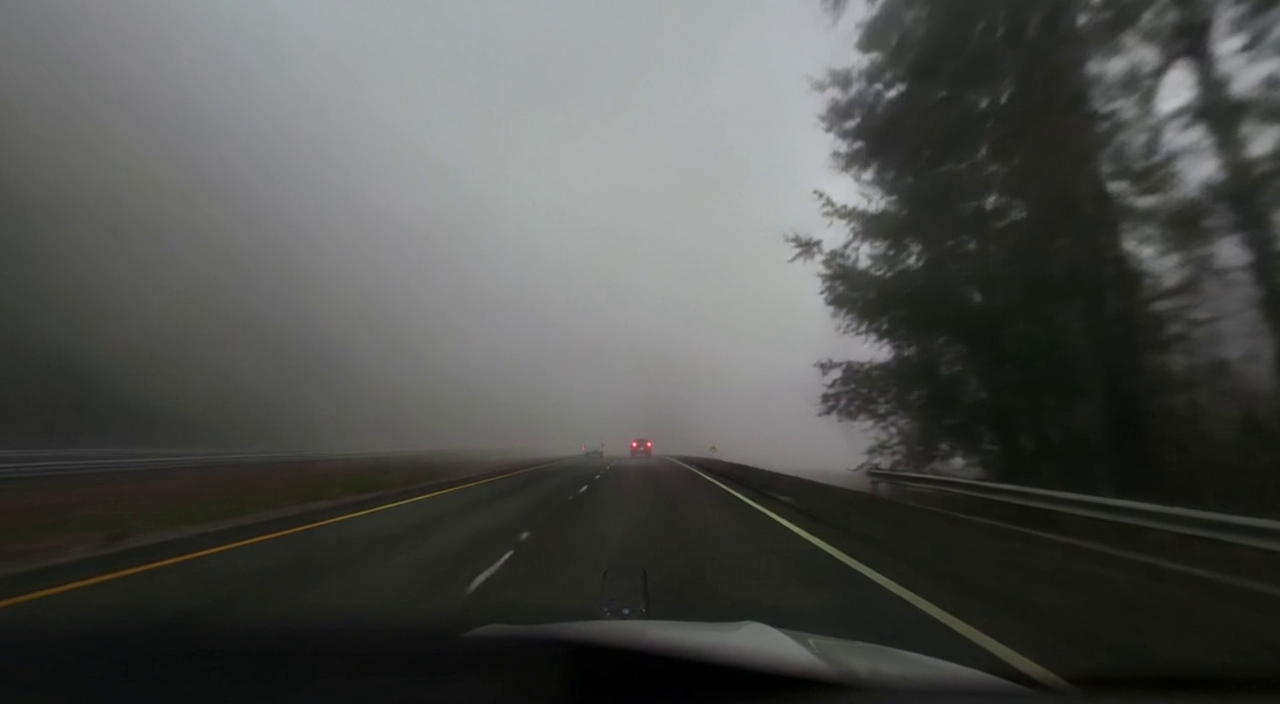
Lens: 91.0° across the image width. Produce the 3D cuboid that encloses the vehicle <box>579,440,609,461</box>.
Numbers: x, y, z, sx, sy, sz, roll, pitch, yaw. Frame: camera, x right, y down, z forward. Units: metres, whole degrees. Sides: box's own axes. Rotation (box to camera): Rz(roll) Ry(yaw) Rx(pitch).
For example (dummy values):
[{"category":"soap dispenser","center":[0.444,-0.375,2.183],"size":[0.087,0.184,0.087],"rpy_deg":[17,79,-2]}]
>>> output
[{"category":"vehicle","center":[-3.470,7.488,47.850],"size":[2.057,1.514,3.845],"rpy_deg":[0,-8,-1]}]
